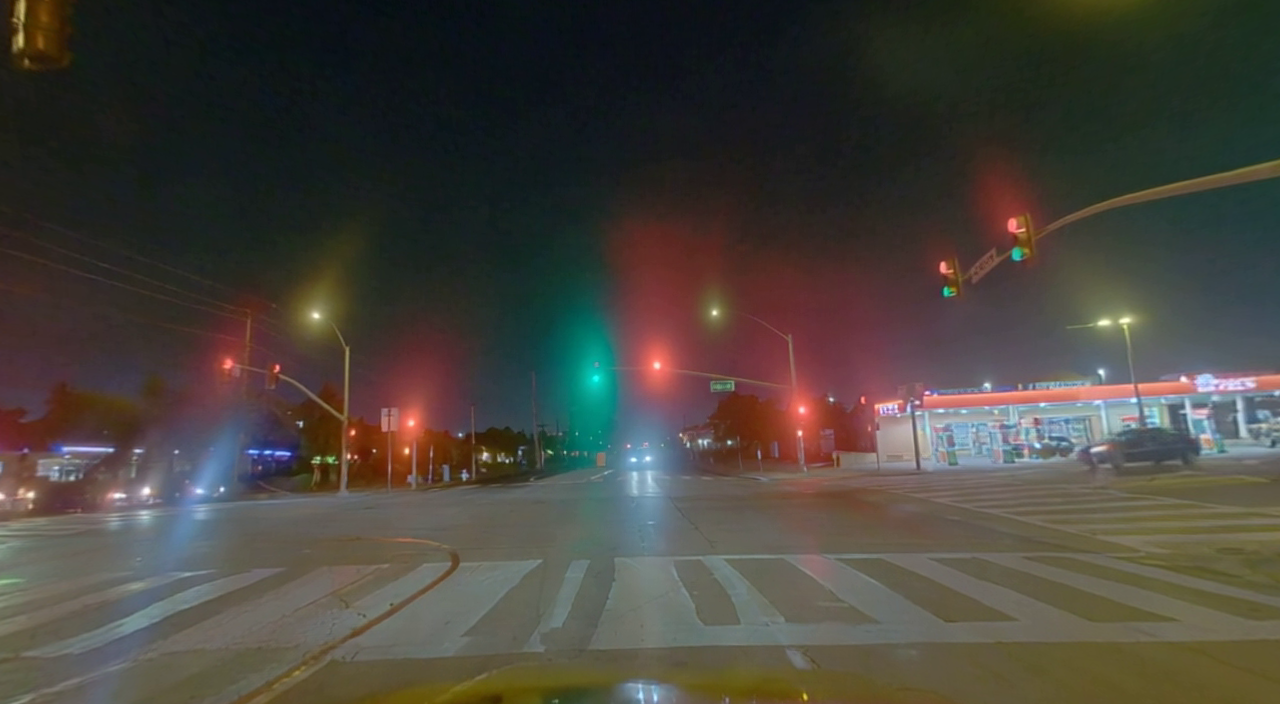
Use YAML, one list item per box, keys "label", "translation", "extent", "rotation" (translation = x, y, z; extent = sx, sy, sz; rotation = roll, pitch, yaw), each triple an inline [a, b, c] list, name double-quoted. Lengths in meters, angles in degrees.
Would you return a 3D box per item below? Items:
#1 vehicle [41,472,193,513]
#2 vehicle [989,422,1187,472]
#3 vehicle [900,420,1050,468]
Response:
- label: "vehicle"
  translation: [-21.163, 5.678, 25.653]
  extent: [4.676, 1.463, 1.909]
  rotation: [-1, -8, 6]
- label: "vehicle"
  translation: [14.354, 3.098, 20.626]
  extent: [4.835, 1.487, 1.913]
  rotation: [-4, -9, 20]
- label: "vehicle"
  translation: [13.013, 3.652, 24.948]
  extent: [4.916, 1.730, 1.986]
  rotation: [-4, -9, 21]
